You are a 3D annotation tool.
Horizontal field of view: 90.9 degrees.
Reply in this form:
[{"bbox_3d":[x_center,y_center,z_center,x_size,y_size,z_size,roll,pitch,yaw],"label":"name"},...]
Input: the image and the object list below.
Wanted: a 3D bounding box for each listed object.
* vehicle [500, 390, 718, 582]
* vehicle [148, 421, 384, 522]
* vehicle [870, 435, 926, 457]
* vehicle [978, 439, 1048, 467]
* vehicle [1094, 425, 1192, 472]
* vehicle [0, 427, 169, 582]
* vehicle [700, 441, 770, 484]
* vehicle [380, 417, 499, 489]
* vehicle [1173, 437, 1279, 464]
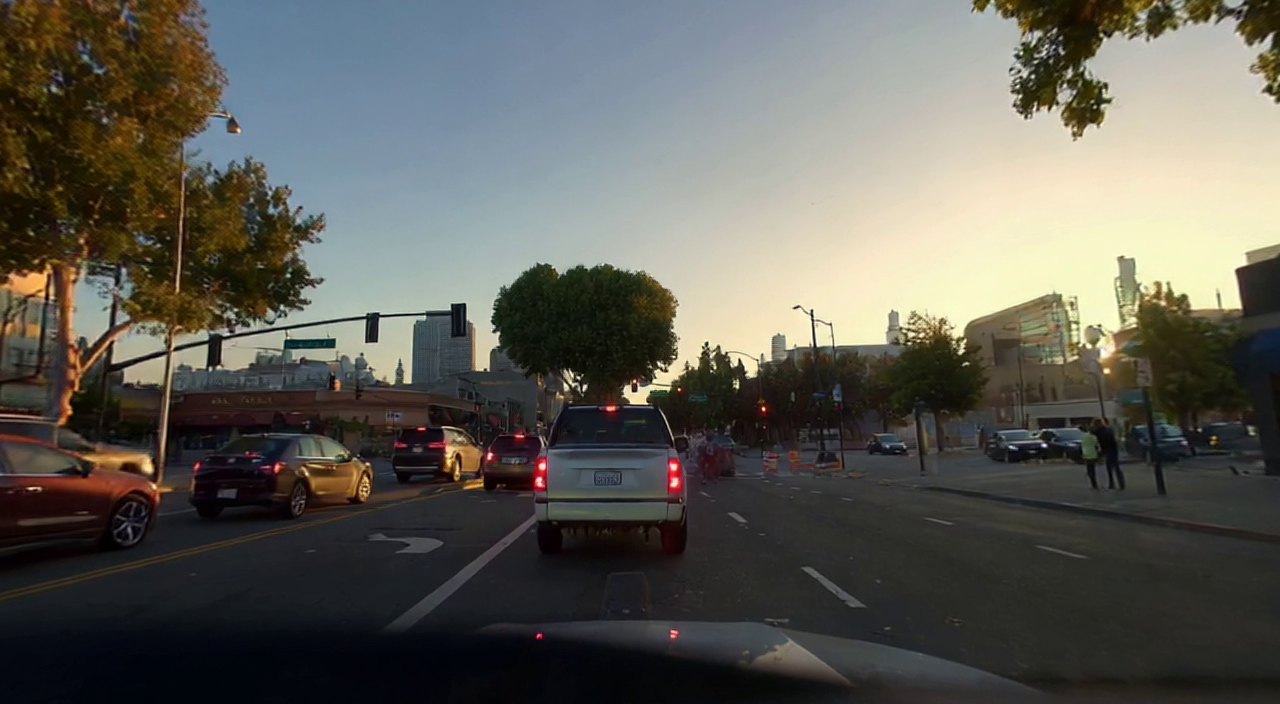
[{"bbox_3d":[-0.318,1.597,8.235,2.064,1.817,4.298,0,-8,-1],"label":"vehicle"},{"bbox_3d":[-7.151,2.324,12.779,1.941,1.655,4.503,0,-8,1],"label":"vehicle"},{"bbox_3d":[20.088,7.318,49.052,4.361,1.653,2.034,6,-11,-37],"label":"vehicle"},{"bbox_3d":[20.089,5.404,33.936,3.836,1.443,1.694,5,-10,-35],"label":"vehicle"},{"bbox_3d":[19.225,3.660,24.044,4.156,1.622,1.924,7,-11,-39],"label":"vehicle"},{"bbox_3d":[-6.963,1.422,5.849,1.831,1.451,4.382,0,-8,-1],"label":"vehicle"},{"bbox_3d":[3.426,4.048,23.510,2.023,1.441,4.240,0,-8,1],"label":"vehicle"},{"bbox_3d":[-6.481,3.332,21.023,2.496,2.112,4.351,0,-8,0],"label":"vehicle"},{"bbox_3d":[29.706,4.946,31.677,4.176,1.313,1.719,0,-8,2],"label":"vehicle"}]
